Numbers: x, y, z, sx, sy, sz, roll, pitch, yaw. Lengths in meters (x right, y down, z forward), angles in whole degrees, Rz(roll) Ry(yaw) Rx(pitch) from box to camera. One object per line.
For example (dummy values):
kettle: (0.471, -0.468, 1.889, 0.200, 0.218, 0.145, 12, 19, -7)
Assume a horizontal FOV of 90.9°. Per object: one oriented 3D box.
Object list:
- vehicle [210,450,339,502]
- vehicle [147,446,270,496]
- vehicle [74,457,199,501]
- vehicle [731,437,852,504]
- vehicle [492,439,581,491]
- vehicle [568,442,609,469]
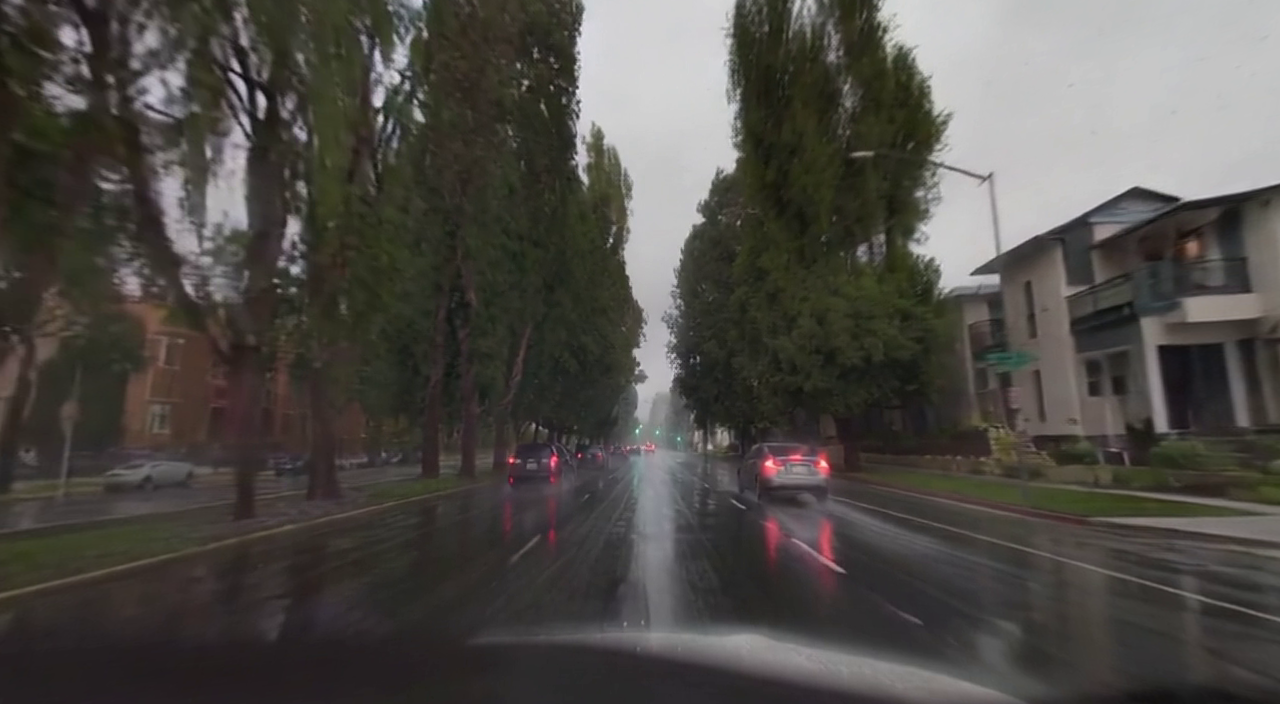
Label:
vehicle: (-12.132, 4.093, 21.291, 1.817, 1.547, 4.220, 0, -9, 0)
vehicle: (-18.920, 5.177, 27.964, 2.032, 1.989, 4.727, 0, -8, 1)
vehicle: (-22.638, 5.686, 28.615, 1.960, 1.698, 4.446, 0, -8, 0)
vehicle: (3.721, 3.003, 16.408, 2.010, 1.486, 4.498, 0, -8, 0)
vehicle: (-3.200, 3.604, 20.417, 2.053, 1.480, 4.381, 0, -8, 1)
vehicle: (-3.026, 6.196, 37.779, 1.988, 1.497, 4.404, 0, -8, 2)
